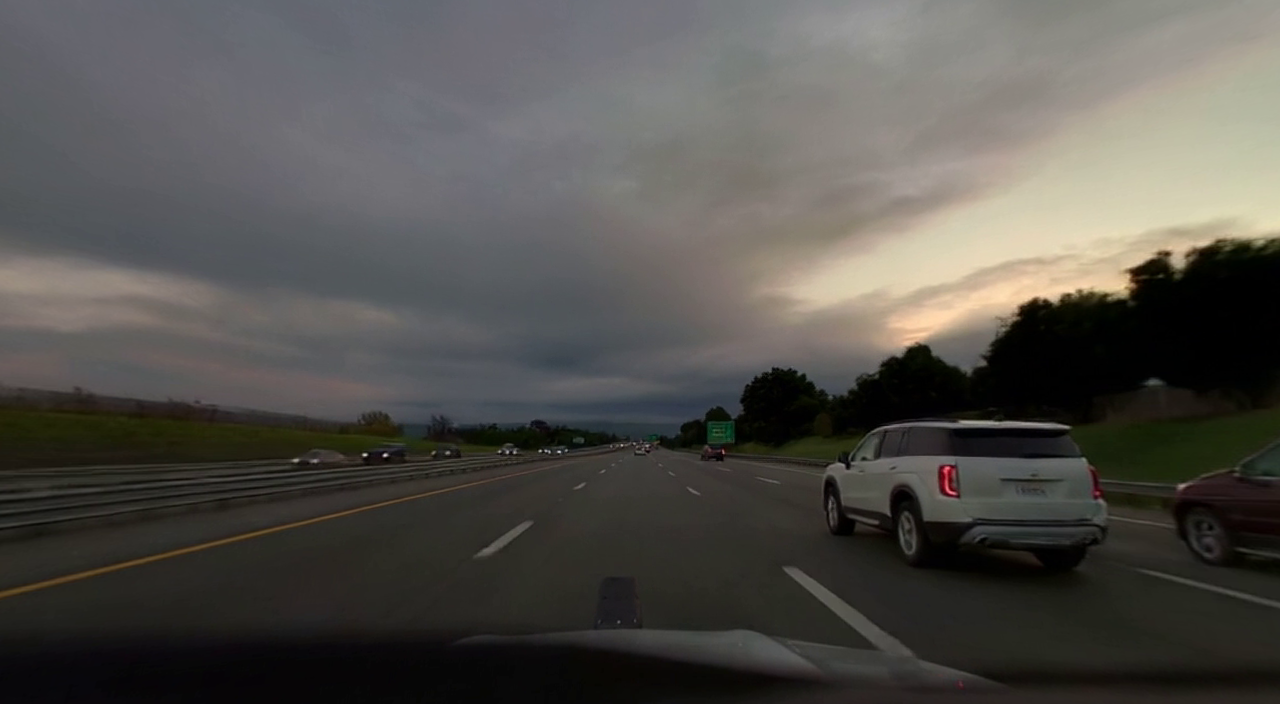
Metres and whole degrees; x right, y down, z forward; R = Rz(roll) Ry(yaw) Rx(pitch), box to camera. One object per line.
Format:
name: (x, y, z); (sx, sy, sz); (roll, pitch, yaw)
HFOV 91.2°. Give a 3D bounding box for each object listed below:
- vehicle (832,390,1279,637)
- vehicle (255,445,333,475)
vehicle: (3.607, 1.462, 6.593); (1.784, 1.733, 4.141); (0, -9, -1)
vehicle: (-18.357, 5.739, 33.475); (1.833, 1.503, 4.093); (0, -9, 0)
